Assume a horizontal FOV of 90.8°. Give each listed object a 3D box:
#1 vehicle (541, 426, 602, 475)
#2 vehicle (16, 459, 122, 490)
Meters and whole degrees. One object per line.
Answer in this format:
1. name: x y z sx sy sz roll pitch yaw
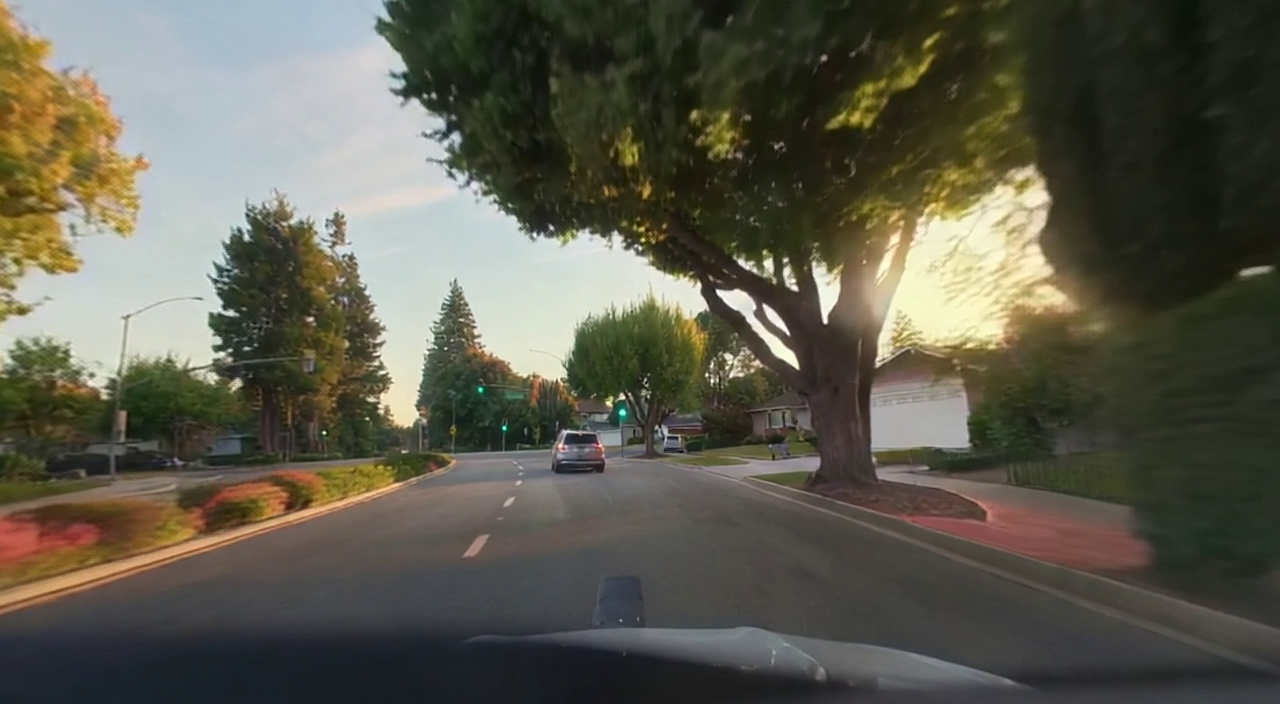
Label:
1. vehicle: -2.735 3.807 24.533 1.990 1.707 4.225 1 -8 -11
2. vehicle: -34.561 7.405 38.377 4.271 1.640 2.033 3 -9 -27
